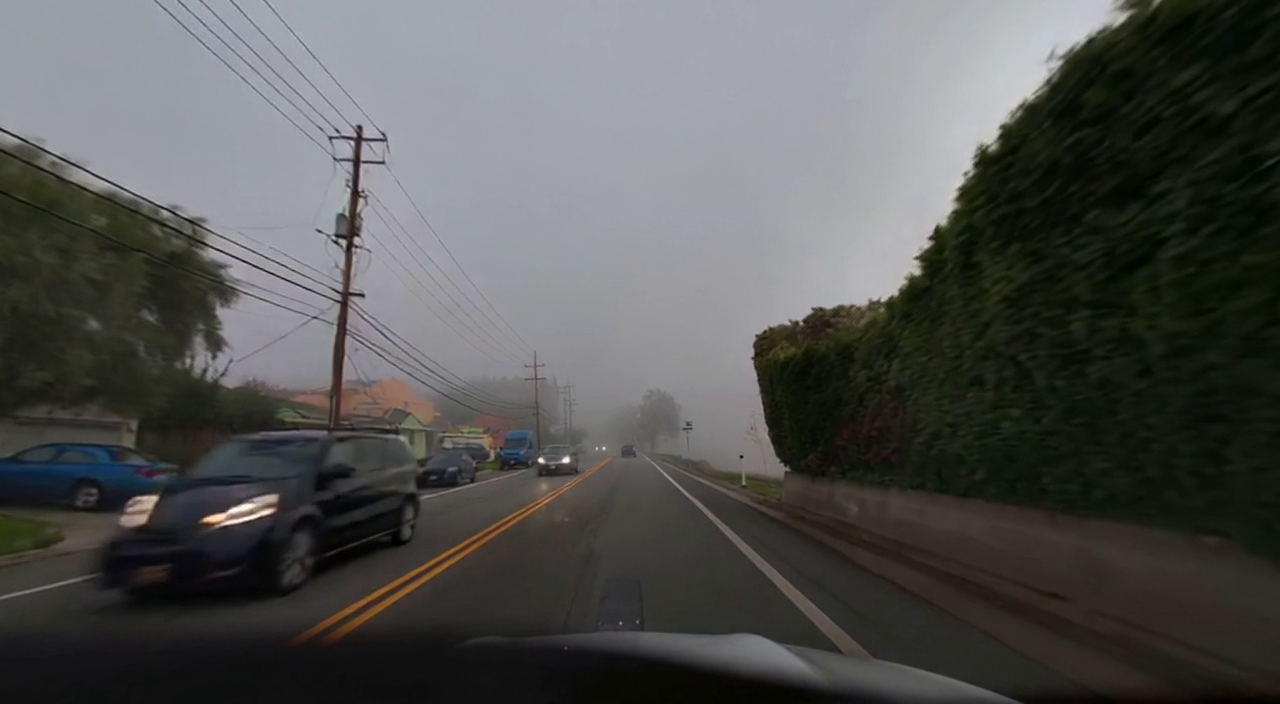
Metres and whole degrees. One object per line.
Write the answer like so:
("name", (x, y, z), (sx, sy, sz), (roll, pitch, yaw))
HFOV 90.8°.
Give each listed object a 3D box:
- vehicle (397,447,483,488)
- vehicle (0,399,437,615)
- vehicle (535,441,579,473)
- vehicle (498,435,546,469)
("vehicle", (-7.969, 4.618, 25.650), (2.003, 1.460, 4.360), (0, -8, 0))
("vehicle", (-4.148, 1.565, 7.310), (2.153, 1.715, 4.333), (0, -8, 0))
("vehicle", (-4.186, 5.374, 32.444), (1.796, 1.516, 3.871), (0, -8, 0))
("vehicle", (-7.990, 6.807, 43.256), (2.335, 2.136, 5.328), (0, -8, -1))
